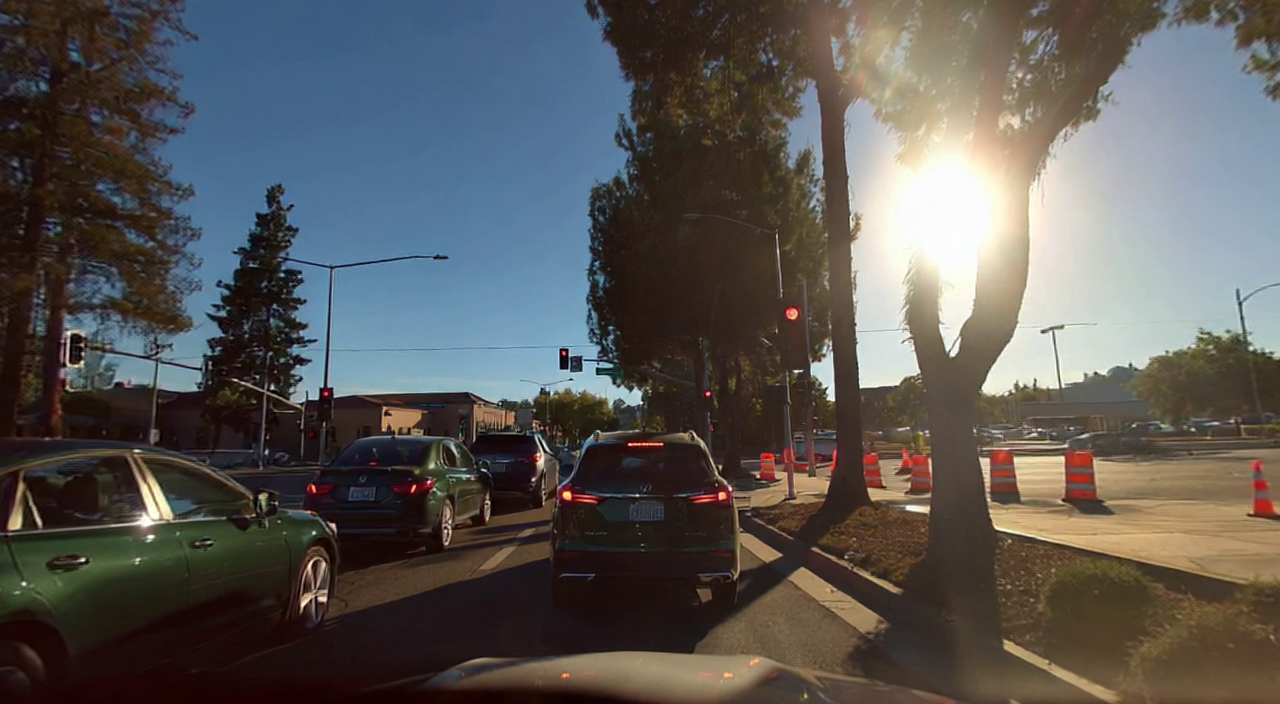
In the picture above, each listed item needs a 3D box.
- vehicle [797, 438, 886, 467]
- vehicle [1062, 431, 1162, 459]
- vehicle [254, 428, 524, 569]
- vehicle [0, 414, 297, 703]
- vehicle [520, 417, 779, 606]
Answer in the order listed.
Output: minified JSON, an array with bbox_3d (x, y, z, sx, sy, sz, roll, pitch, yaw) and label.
[{"bbox_3d":[12.872,6.444,40.462,5.002,1.768,2.065,0,-9,2],"label":"vehicle"},{"bbox_3d":[30.433,6.023,40.708,4.827,1.729,1.986,0,-9,1],"label":"vehicle"},{"bbox_3d":[-3.263,1.997,9.456,1.989,1.541,4.626,0,-9,2],"label":"vehicle"},{"bbox_3d":[-3.578,0.944,2.154,2.064,1.497,4.722,0,-9,1],"label":"vehicle"},{"bbox_3d":[0.120,1.622,7.214,2.167,1.560,3.676,0,-9,1],"label":"vehicle"}]
